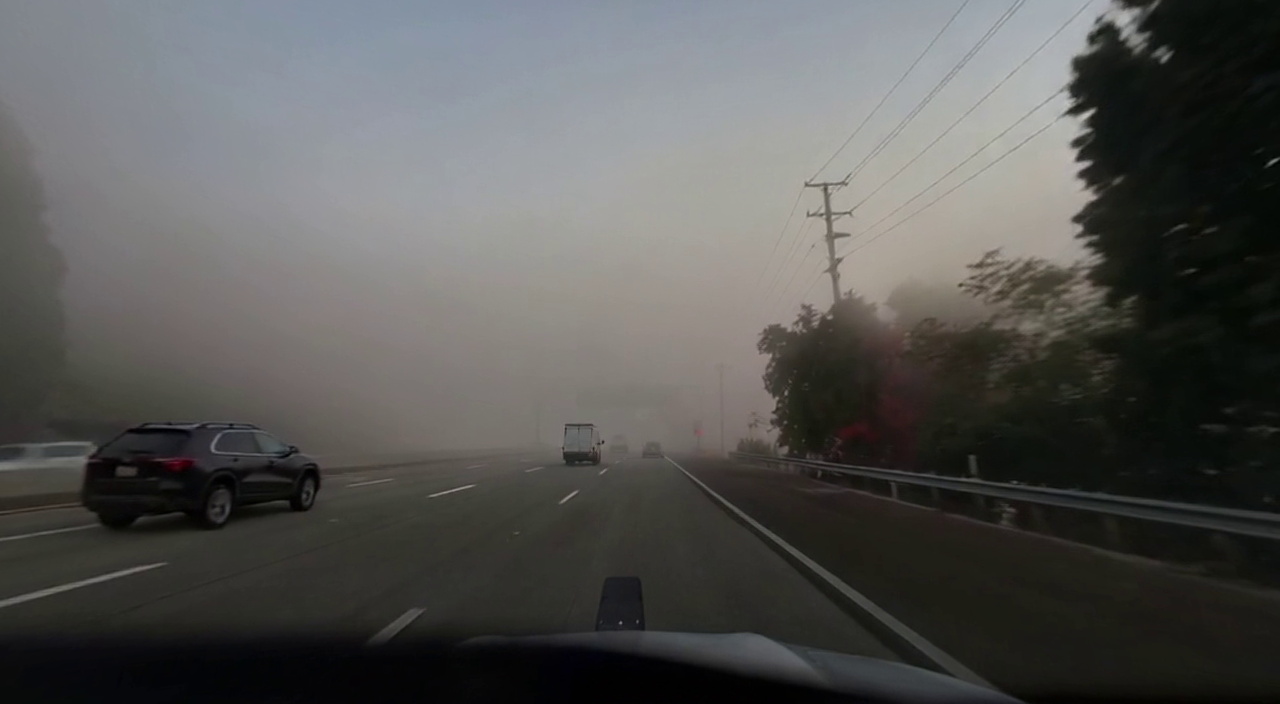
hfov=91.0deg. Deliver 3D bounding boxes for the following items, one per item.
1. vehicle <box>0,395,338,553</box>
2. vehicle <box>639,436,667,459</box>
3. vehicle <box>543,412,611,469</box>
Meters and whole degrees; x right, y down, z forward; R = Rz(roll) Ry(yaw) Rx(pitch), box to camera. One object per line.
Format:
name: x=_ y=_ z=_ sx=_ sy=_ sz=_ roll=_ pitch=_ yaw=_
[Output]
vehicle: x=-7.397 y=1.865 z=10.321 sx=2.192 sy=1.893 sz=5.330 roll=0 pitch=-9 yaw=0
vehicle: x=1.043 y=7.463 z=49.214 sx=2.038 sy=1.677 sz=4.219 roll=0 pitch=-9 yaw=2
vehicle: x=-3.444 y=5.253 z=37.176 sx=2.915 sy=2.885 sz=9.394 roll=0 pitch=-9 yaw=1
